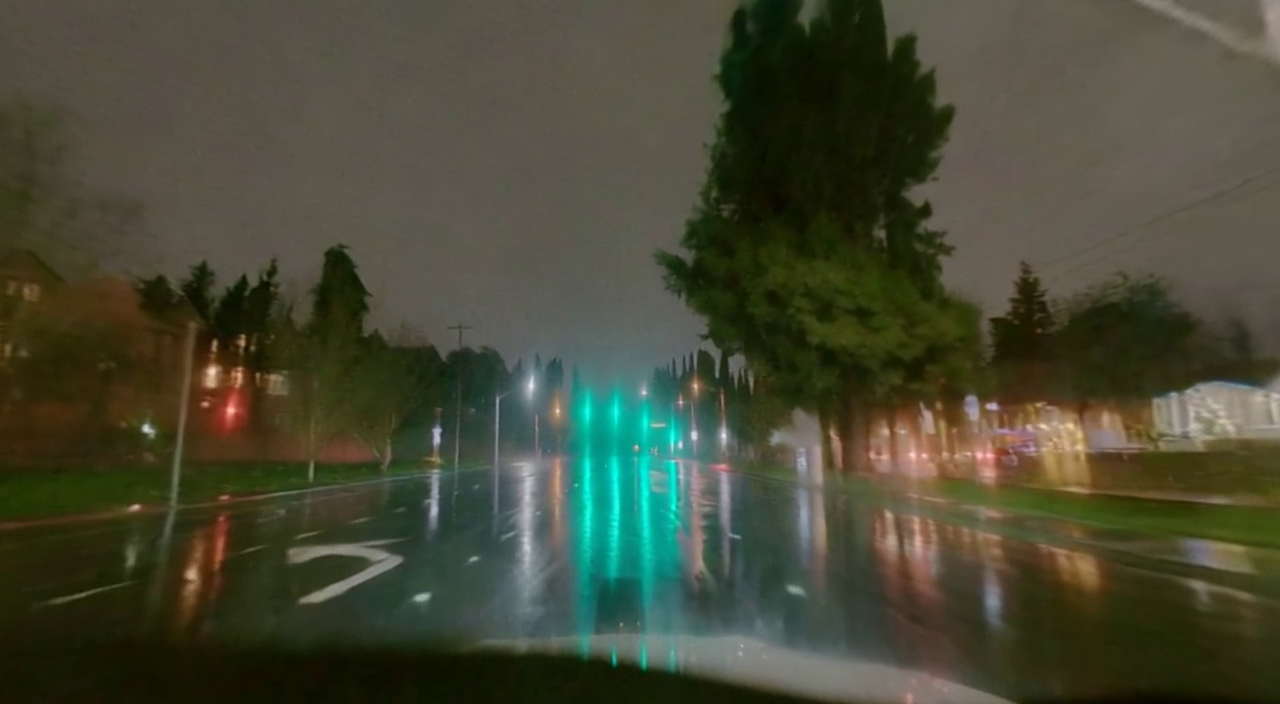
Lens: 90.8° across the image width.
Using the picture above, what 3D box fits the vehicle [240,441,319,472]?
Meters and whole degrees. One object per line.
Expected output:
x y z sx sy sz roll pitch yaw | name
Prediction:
-23.490 6.826 41.508 2.192 1.901 5.889 1 -9 -6 | vehicle
